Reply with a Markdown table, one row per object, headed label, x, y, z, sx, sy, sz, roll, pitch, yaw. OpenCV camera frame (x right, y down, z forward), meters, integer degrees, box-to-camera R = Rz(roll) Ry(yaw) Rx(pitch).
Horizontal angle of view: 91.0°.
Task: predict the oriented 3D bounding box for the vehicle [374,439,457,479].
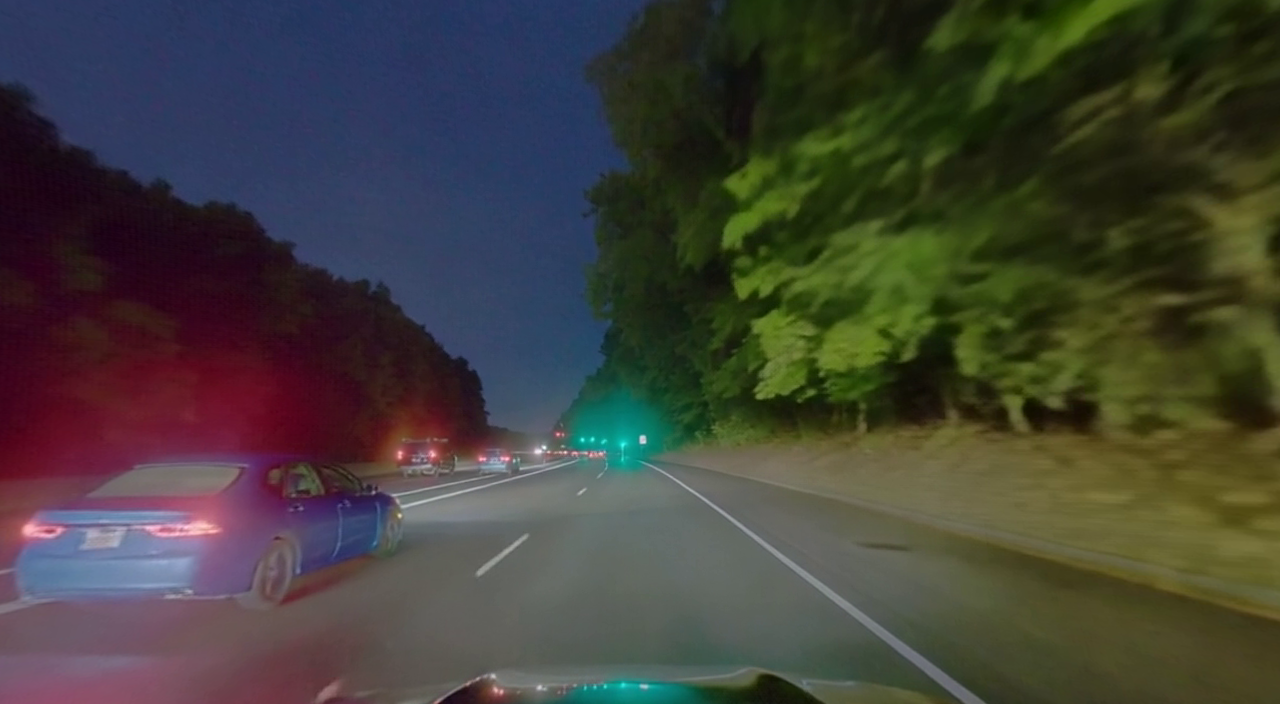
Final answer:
| label | x | y | z | sx | sy | sz | roll | pitch | yaw |
| --- | --- | --- | --- | --- | --- | --- | --- | --- | --- |
| vehicle | -11.798 | 5.639 | 33.555 | 2.425 | 1.926 | 5.584 | 0 | -9 | -1 |

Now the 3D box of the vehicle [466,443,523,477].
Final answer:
| label | x | y | z | sx | sy | sz | roll | pitch | yaw |
| --- | --- | --- | --- | --- | --- | --- | --- | --- | --- |
| vehicle | -7.610 | 5.672 | 33.335 | 2.060 | 1.680 | 4.255 | 0 | -9 | -1 |
